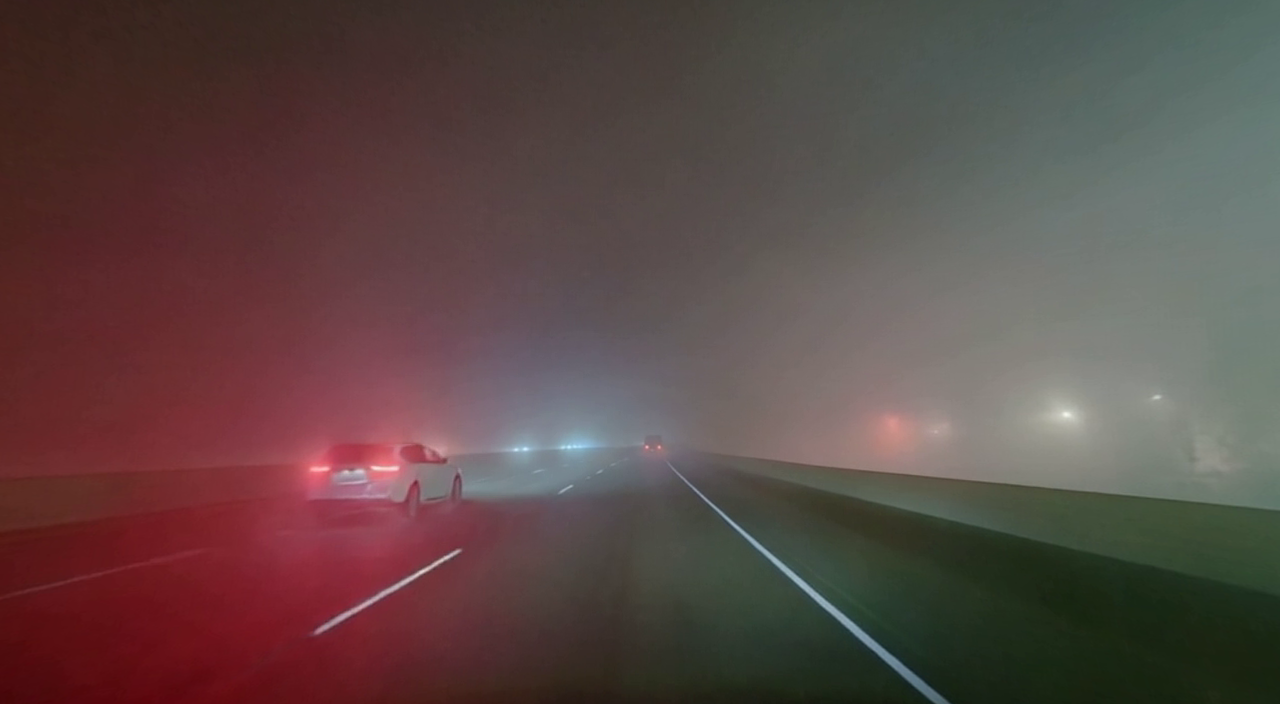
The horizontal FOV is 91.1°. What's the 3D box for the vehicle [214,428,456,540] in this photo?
[{"bbox_3d":[-4.948,2.204,11.125,1.961,1.540,4.487,-1,-9,1],"label":"vehicle"}]
